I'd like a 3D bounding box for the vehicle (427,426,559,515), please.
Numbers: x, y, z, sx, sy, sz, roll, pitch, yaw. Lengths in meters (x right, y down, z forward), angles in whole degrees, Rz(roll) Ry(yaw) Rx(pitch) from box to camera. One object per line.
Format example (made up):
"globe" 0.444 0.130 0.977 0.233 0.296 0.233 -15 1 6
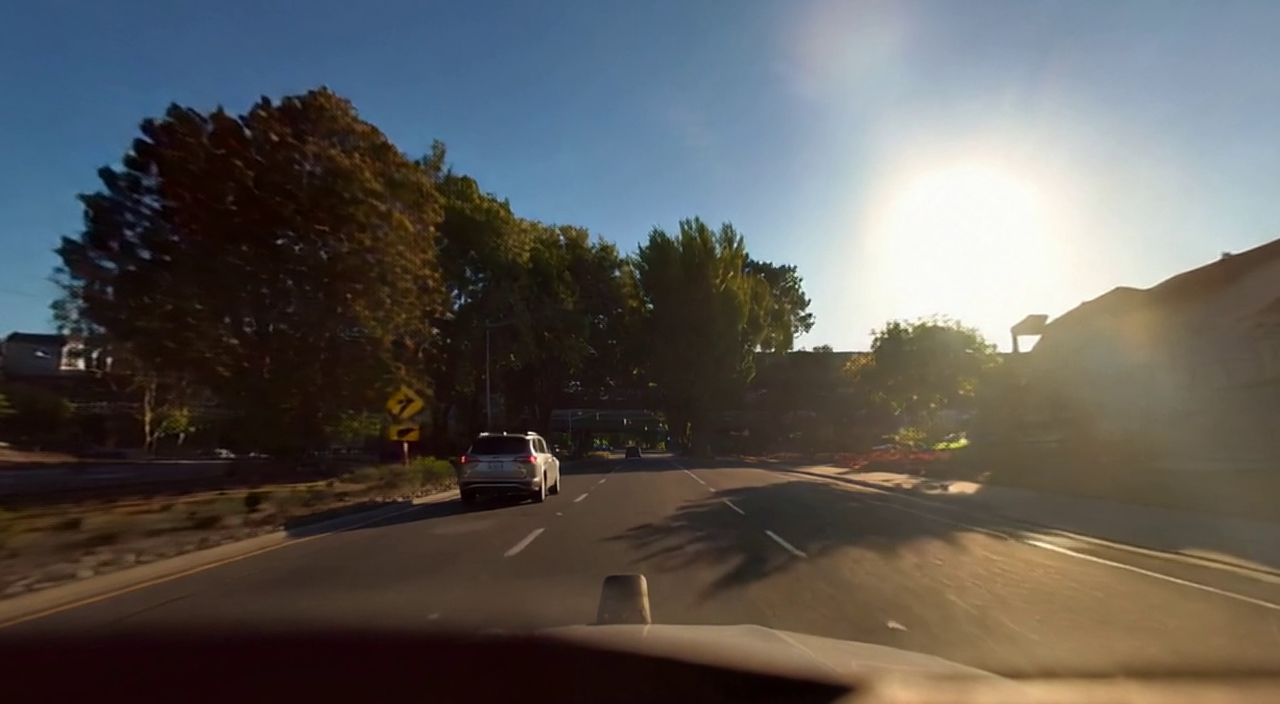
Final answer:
"vehicle" -3.131 2.618 14.362 1.882 1.704 4.335 0 -9 1
